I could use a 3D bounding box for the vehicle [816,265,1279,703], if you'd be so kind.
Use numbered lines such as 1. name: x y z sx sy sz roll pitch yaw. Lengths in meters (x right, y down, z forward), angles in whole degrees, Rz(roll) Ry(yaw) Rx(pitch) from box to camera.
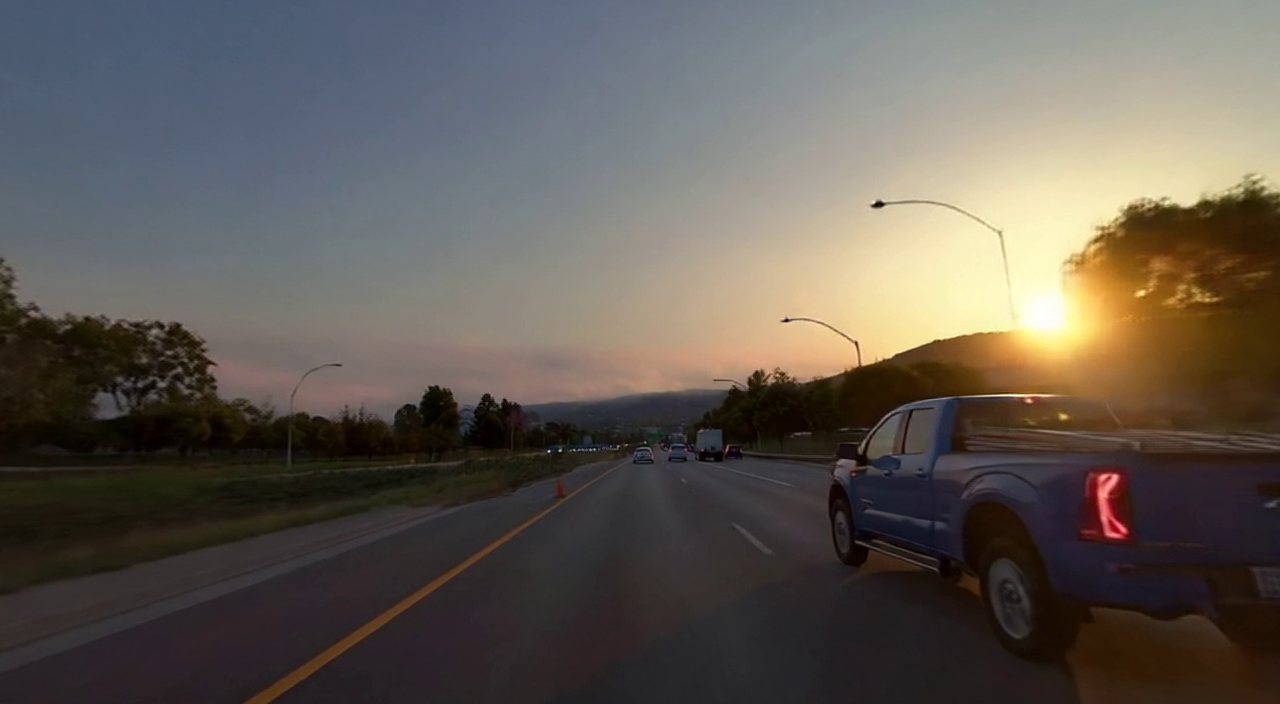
1. vehicle: 3.518 1.053 5.442 2.354 2.079 5.586 0 -9 0

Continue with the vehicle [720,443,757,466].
1. vehicle: 7.683 8.033 49.616 2.189 1.704 4.521 0 -9 0

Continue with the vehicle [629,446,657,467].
1. vehicle: 0.238 7.820 47.343 2.030 1.473 3.926 0 -9 0
